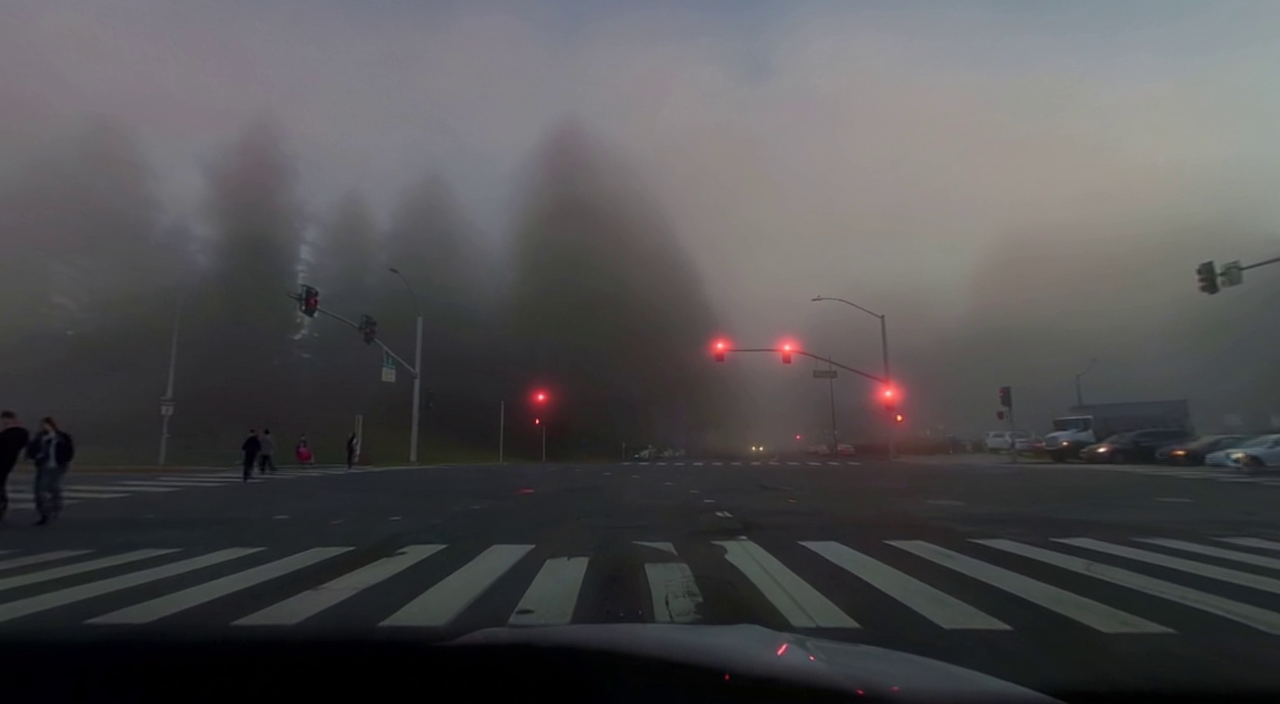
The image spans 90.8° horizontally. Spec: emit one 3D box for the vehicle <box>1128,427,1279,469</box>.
[{"bbox_3d":[21.366,3.567,23.485,4.740,1.464,1.876,-1,-9,3],"label":"vehicle"}]

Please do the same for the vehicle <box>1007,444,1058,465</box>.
[{"bbox_3d":[27.722,7.266,44.755,1.589,1.405,3.633,-1,-9,6],"label":"vehicle"}]

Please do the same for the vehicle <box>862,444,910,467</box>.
[{"bbox_3d":[17.557,7.379,45.282,1.789,1.557,4.293,0,-9,1],"label":"vehicle"}]

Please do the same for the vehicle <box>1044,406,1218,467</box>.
[{"bbox_3d":[22.994,4.014,29.858,5.855,2.746,2.523,-1,-9,4],"label":"vehicle"}]
